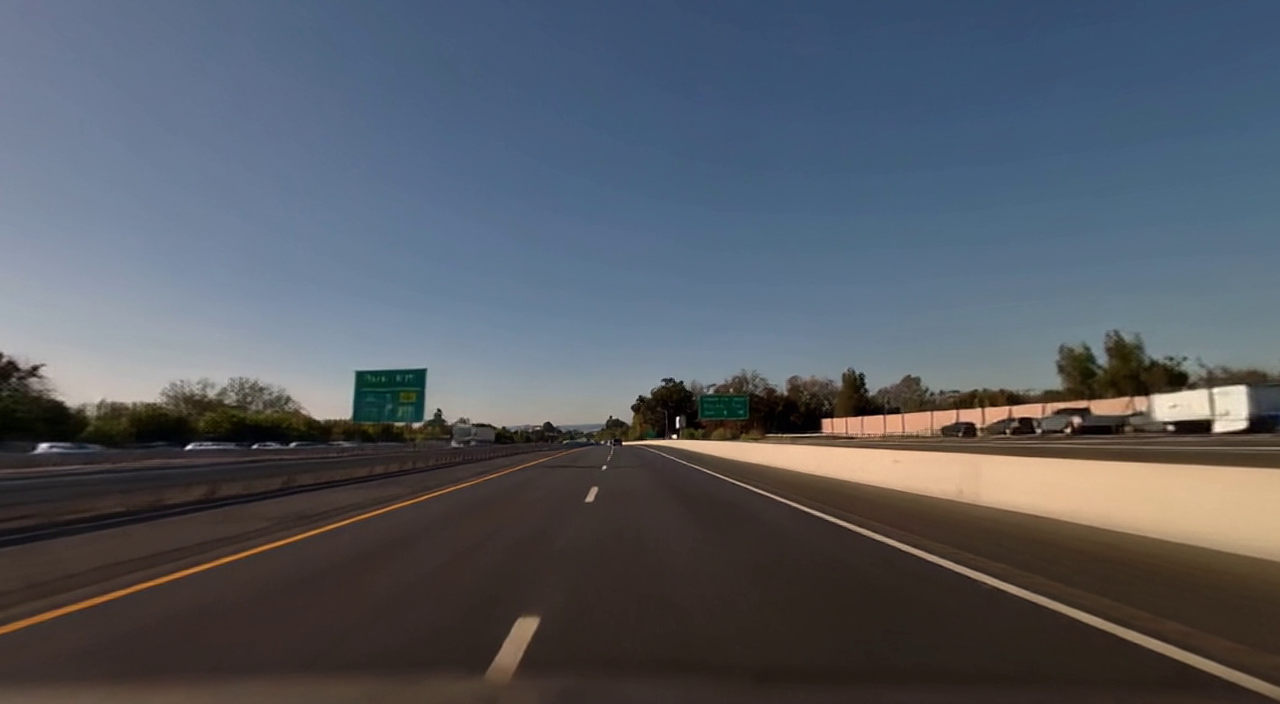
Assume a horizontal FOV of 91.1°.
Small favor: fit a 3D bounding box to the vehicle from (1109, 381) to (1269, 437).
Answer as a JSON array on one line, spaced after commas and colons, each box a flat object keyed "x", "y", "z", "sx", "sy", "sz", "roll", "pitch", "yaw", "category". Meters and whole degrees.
[{"x": 42.783, "y": 4.780, "z": 49.852, "sx": 2.777, "sy": 3.872, "sz": 11.870, "roll": -1, "pitch": -8, "yaw": 5, "category": "vehicle"}]

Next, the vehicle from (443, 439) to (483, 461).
[{"x": -12.881, "y": 7.110, "z": 45.976, "sx": 1.865, "sy": 1.508, "sz": 3.921, "roll": 0, "pitch": -8, "yaw": 0, "category": "vehicle"}]
